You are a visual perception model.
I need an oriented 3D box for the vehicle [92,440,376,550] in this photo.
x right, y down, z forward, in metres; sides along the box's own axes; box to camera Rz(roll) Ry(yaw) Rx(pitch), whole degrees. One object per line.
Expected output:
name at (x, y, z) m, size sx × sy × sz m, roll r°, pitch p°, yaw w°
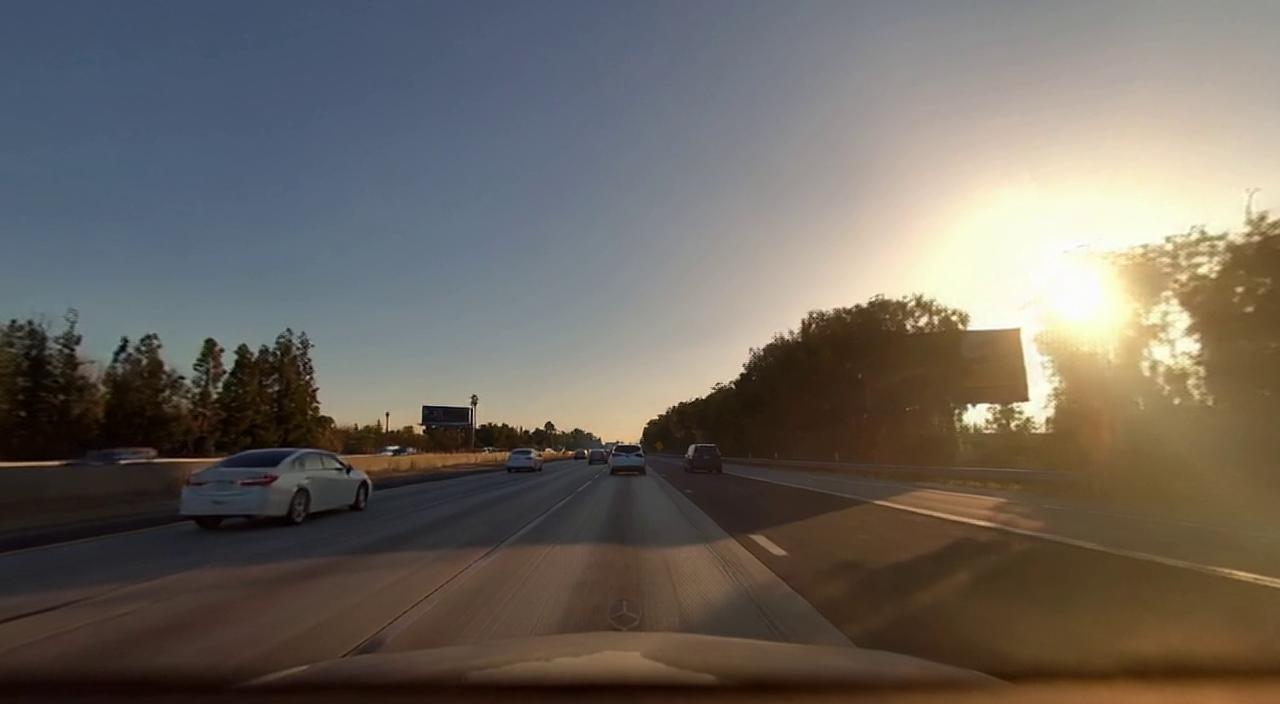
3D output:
vehicle at (-6.668, 2.352, 11.198) m, size 1.918 × 1.509 × 4.736 m, roll 0°, pitch -8°, yaw 0°

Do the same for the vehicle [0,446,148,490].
vehicle at (-22.467, 4.580, 25.233) m, size 1.872 × 1.576 × 4.421 m, roll 0°, pitch -8°, yaw 0°

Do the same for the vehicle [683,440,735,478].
vehicle at (3.304, 5.217, 30.987) m, size 1.925 × 1.716 × 4.378 m, roll 0°, pitch -8°, yaw -2°

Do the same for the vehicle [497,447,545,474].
vehicle at (-6.997, 6.379, 37.388) m, size 1.892 × 1.468 × 4.792 m, roll 0°, pitch -8°, yaw 0°

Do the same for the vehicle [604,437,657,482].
vehicle at (-0.408, 4.684, 27.762) m, size 2.127 × 1.749 × 4.776 m, roll 0°, pitch -8°, yaw 0°
